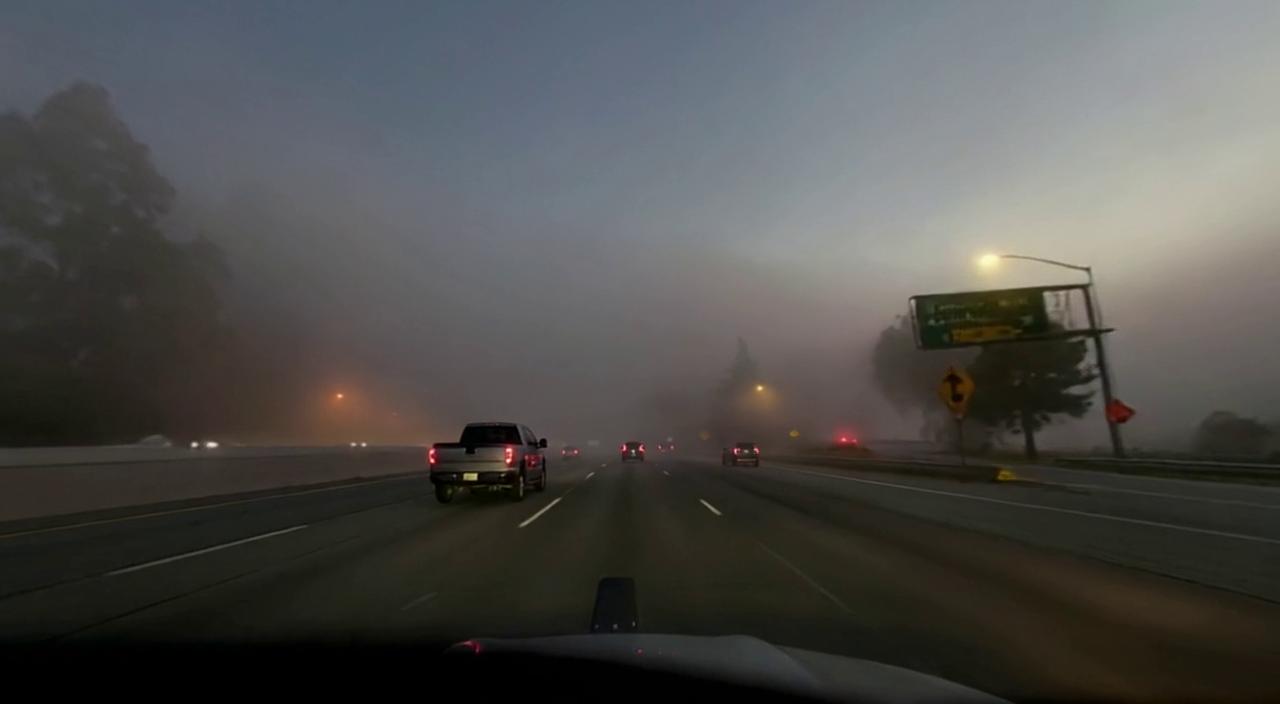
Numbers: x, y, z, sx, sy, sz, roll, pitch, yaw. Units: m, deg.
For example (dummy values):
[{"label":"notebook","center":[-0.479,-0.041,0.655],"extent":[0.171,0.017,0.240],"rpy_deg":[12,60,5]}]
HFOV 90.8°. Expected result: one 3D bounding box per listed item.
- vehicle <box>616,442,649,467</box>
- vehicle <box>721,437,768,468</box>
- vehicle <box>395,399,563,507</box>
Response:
[{"label":"vehicle","center":[-0.552,6.966,43.105],"extent":[2.157,1.642,4.189],"rpy_deg":[0,-9,-2]},{"label":"vehicle","center":[6.798,6.611,41.812],"extent":[2.103,1.898,5.310],"rpy_deg":[0,-9,-1]},{"label":"vehicle","center":[-3.633,2.505,15.912],"extent":[2.592,2.179,6.034],"rpy_deg":[0,-9,0]}]
